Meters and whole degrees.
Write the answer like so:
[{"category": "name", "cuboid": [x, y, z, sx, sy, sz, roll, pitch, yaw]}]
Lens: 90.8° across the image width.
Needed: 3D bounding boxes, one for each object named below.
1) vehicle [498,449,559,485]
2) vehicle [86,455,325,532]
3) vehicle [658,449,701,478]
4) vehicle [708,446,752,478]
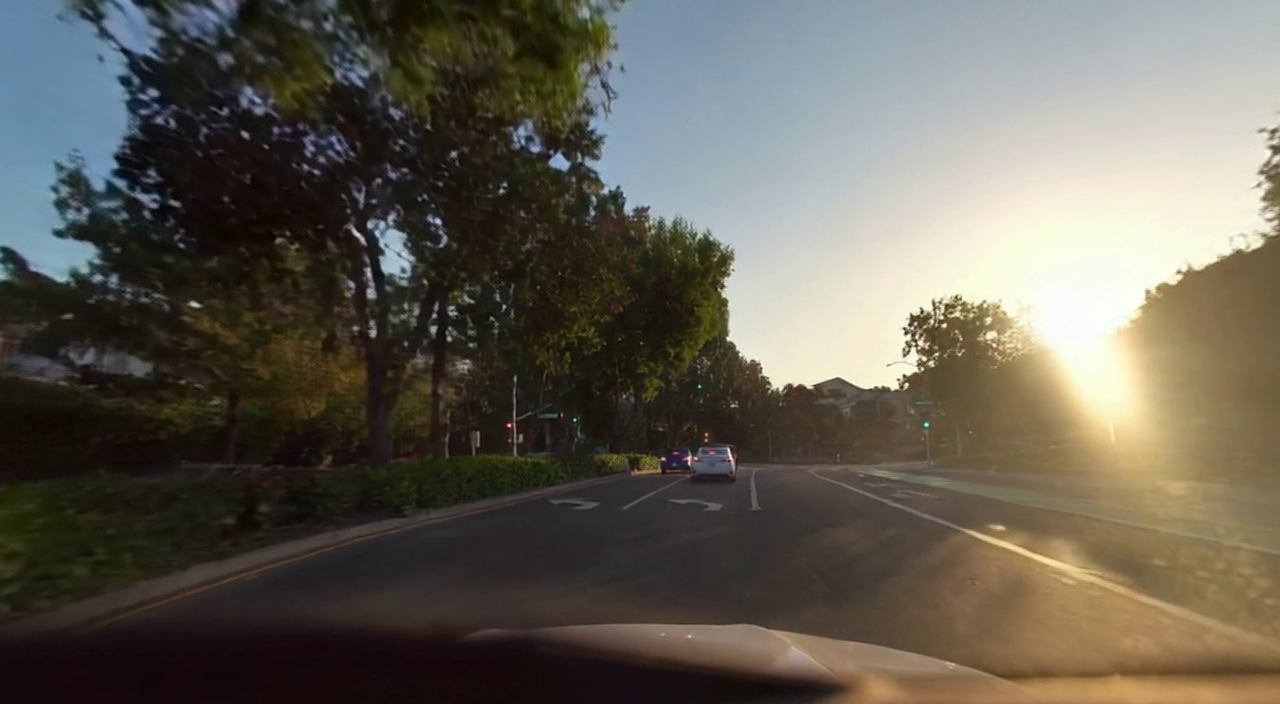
[{"category": "vehicle", "cuboid": [-5.651, 5.868, 32.601, 2.029, 1.667, 4.504, -1, -9, 4]}, {"category": "vehicle", "cuboid": [-10.068, 3.266, 15.288, 1.947, 1.486, 4.862, -1, -9, 7]}, {"category": "vehicle", "cuboid": [2.229, 6.092, 34.812, 1.923, 1.498, 3.887, -2, -9, 10]}, {"category": "vehicle", "cuboid": [5.201, 6.234, 36.201, 2.286, 1.701, 4.395, -2, -9, 9]}]
